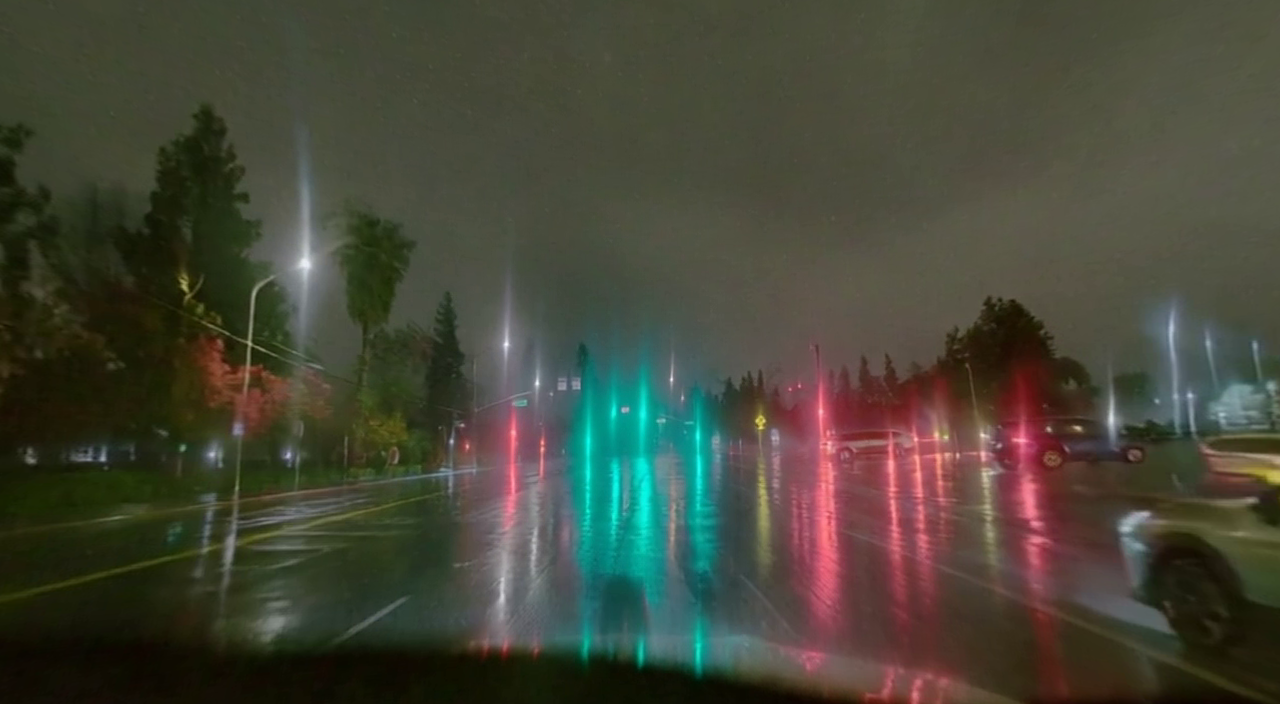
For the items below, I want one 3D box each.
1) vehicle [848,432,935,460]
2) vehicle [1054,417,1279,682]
[{"bbox_3d":[14.334,5.368,36.129,4.167,1.476,1.871,-1,-8,1],"label":"vehicle"},{"bbox_3d":[4.532,1.025,3.024,2.006,1.448,4.671,0,-8,2],"label":"vehicle"}]
